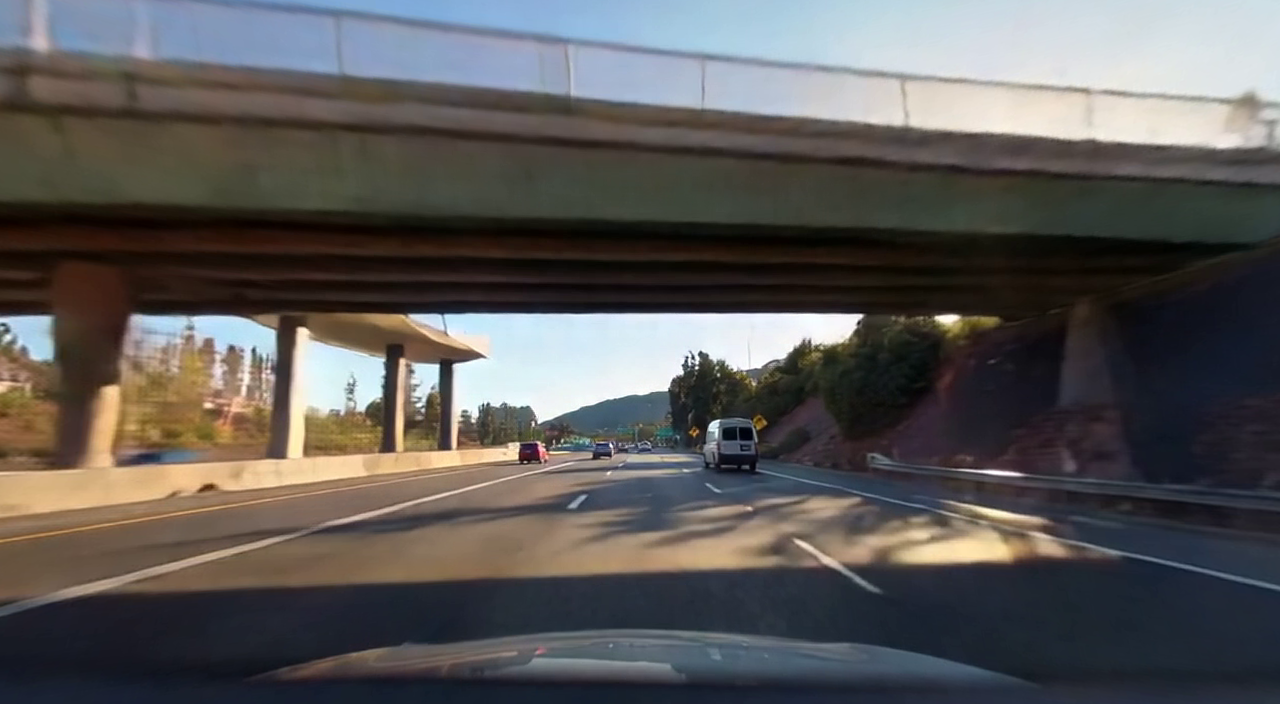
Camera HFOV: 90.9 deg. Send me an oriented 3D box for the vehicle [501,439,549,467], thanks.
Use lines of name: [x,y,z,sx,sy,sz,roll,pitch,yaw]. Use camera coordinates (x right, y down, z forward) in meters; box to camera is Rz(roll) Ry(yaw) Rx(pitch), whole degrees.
vehicle: [-7.161,6.343,39.693,2.068,1.632,4.623,-1,-8,1]

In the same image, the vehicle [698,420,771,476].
vehicle: [4.092,4.313,28.392,2.347,2.234,5.352,0,-8,-1]

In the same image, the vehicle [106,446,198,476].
vehicle: [-29.970,6.683,38.975,1.940,1.692,4.682,0,-8,0]
